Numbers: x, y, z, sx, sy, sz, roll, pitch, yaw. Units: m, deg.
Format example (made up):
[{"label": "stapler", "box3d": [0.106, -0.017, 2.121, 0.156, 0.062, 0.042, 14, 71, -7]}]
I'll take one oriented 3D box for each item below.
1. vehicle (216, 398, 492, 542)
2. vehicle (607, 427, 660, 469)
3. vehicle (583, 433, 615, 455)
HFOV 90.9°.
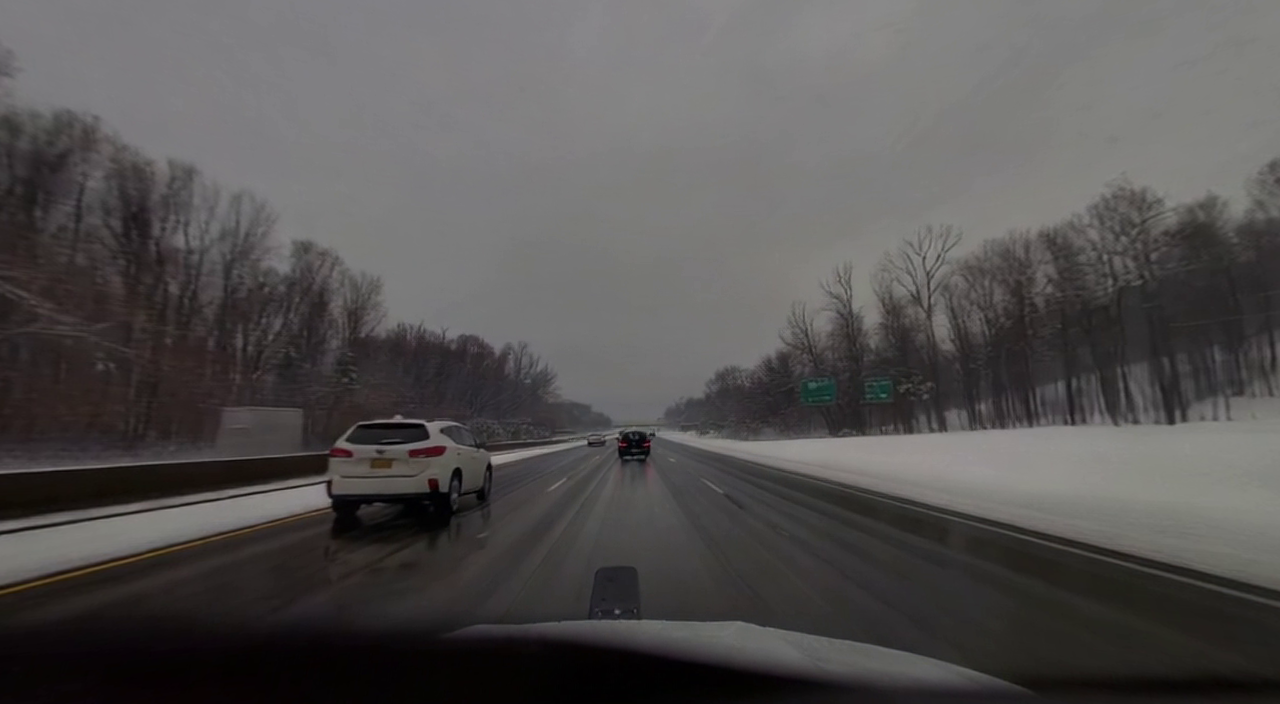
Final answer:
[{"label": "vehicle", "box3d": [-4.070, 1.779, 10.183, 2.251, 1.749, 4.820, 0, -8, -1]}, {"label": "vehicle", "box3d": [-0.283, 4.172, 27.646, 2.134, 1.654, 4.174, 0, -8, -1]}, {"label": "vehicle", "box3d": [-3.001, 6.767, 46.432, 2.030, 1.491, 4.046, 0, -8, 1]}]
